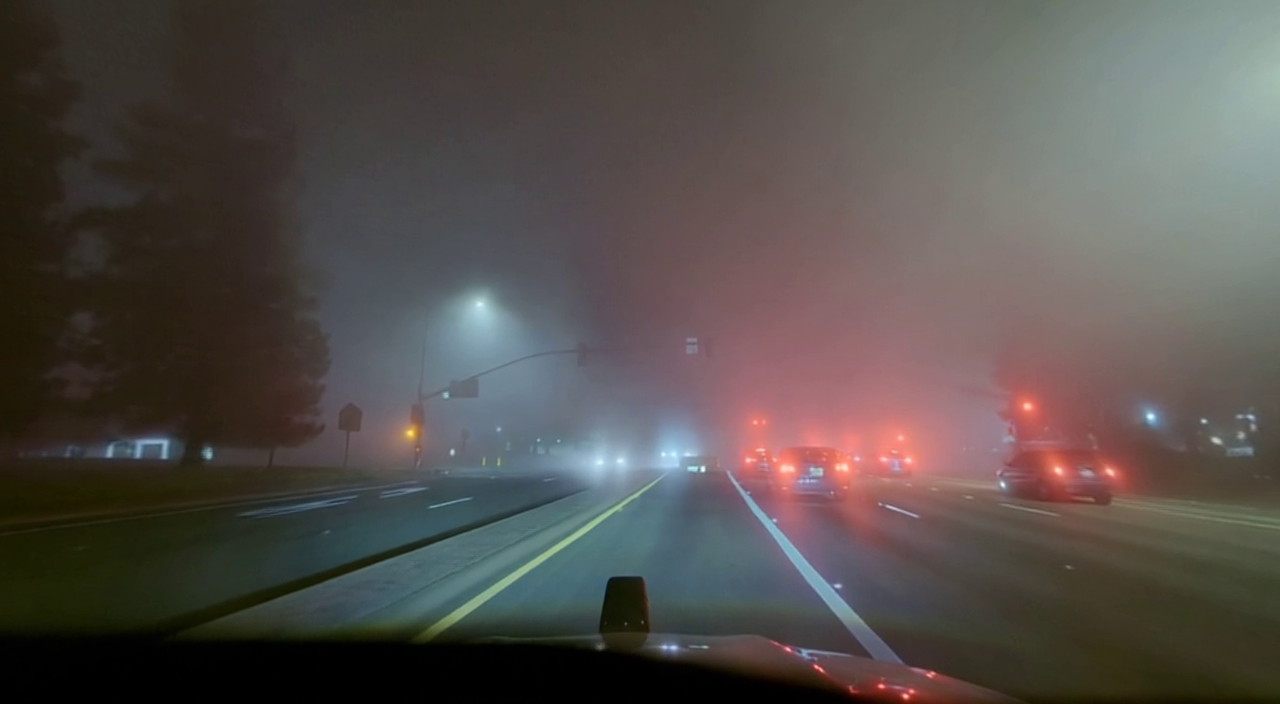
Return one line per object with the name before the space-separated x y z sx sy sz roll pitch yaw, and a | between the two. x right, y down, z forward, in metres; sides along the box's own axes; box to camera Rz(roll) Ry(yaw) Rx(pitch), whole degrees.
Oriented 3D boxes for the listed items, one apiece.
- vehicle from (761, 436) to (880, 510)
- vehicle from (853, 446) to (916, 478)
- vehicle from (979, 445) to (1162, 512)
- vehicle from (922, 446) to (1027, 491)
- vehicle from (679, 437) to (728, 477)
vehicle | 4.291 2.913 15.710 2.078 1.578 4.107 -1 -8 6
vehicle | 12.615 5.678 32.761 1.901 1.484 4.093 -1 -8 4
vehicle | 10.641 3.101 16.062 1.884 1.422 4.262 -1 -8 4
vehicle | 12.345 4.283 23.622 1.842 1.466 4.379 -1 -8 5
vehicle | 3.080 5.153 31.278 2.245 1.800 4.522 -1 -8 4
